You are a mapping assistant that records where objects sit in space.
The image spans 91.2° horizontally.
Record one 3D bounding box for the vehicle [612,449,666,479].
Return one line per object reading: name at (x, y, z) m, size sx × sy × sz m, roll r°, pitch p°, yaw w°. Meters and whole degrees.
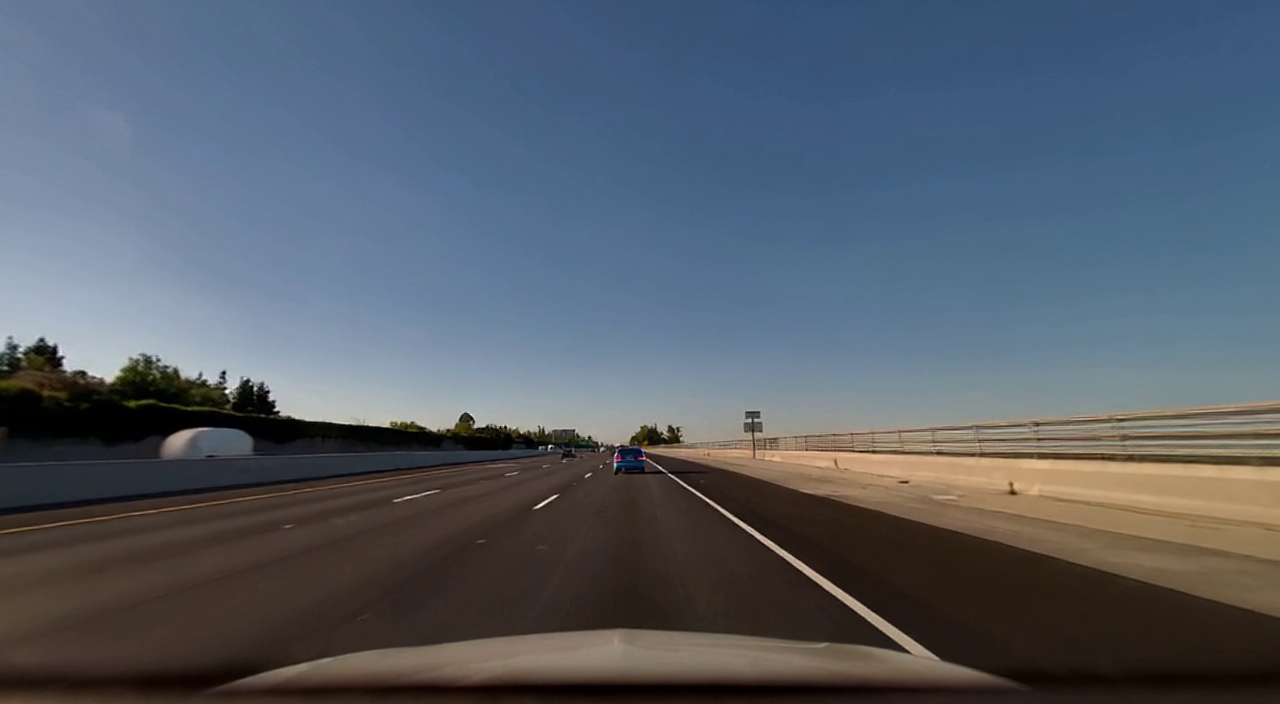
vehicle at (-0.154, 5.500, 31.184) m, size 2.398 × 1.336 × 5.698 m, roll 0°, pitch -9°, yaw -2°
